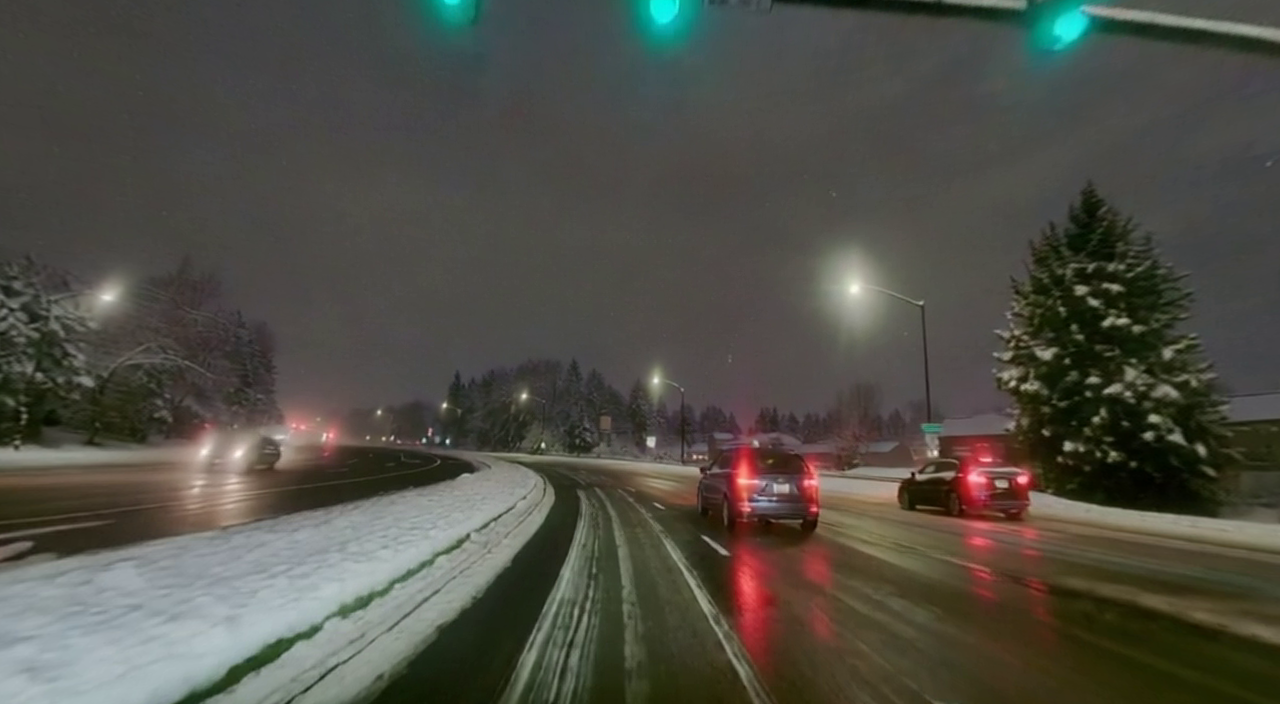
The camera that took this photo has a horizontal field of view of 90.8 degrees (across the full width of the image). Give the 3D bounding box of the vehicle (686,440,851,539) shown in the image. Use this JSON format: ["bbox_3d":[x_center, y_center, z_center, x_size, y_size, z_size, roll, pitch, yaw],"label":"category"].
[{"bbox_3d":[2.362,2.716,13.046,2.122,1.646,4.525,1,-9,-5],"label":"vehicle"}]

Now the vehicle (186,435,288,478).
[{"bbox_3d":[-16.331,4.272,25.899,2.206,1.583,4.539,3,-10,-16],"label":"vehicle"}]

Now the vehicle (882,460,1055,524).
[{"bbox_3d":[8.784,3.759,17.489,1.940,1.460,4.652,1,-9,-6],"label":"vehicle"}]
